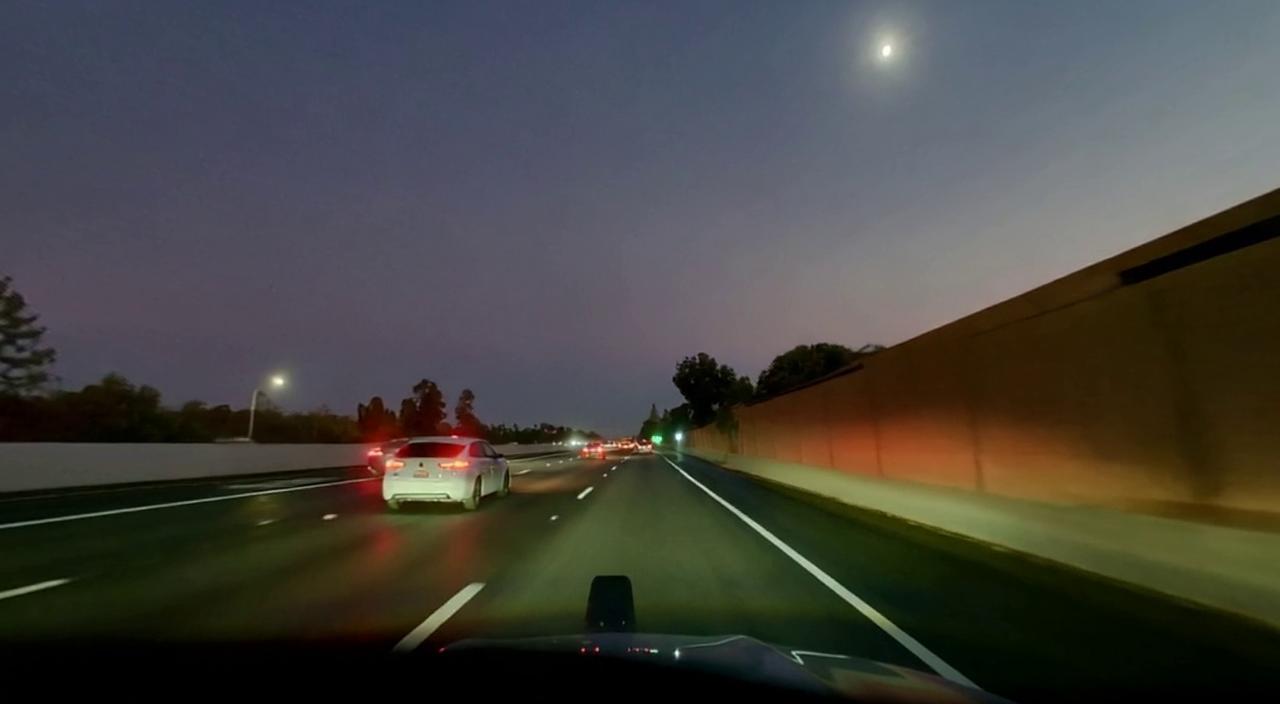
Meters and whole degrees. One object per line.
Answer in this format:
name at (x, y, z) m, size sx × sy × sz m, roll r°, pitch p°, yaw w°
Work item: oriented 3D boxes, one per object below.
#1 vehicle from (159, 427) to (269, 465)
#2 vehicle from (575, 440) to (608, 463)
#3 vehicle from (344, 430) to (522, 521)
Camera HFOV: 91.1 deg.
vehicle at (-31.985, 7.160, 47.645) m, size 2.732 × 2.631 × 7.820 m, roll 0°, pitch -9°, yaw 1°
vehicle at (-3.558, 7.403, 46.919) m, size 2.036 × 1.636 × 4.511 m, roll 0°, pitch -9°, yaw 1°
vehicle at (-3.894, 2.410, 12.860) m, size 1.945 × 1.484 × 4.803 m, roll 0°, pitch -9°, yaw 1°
